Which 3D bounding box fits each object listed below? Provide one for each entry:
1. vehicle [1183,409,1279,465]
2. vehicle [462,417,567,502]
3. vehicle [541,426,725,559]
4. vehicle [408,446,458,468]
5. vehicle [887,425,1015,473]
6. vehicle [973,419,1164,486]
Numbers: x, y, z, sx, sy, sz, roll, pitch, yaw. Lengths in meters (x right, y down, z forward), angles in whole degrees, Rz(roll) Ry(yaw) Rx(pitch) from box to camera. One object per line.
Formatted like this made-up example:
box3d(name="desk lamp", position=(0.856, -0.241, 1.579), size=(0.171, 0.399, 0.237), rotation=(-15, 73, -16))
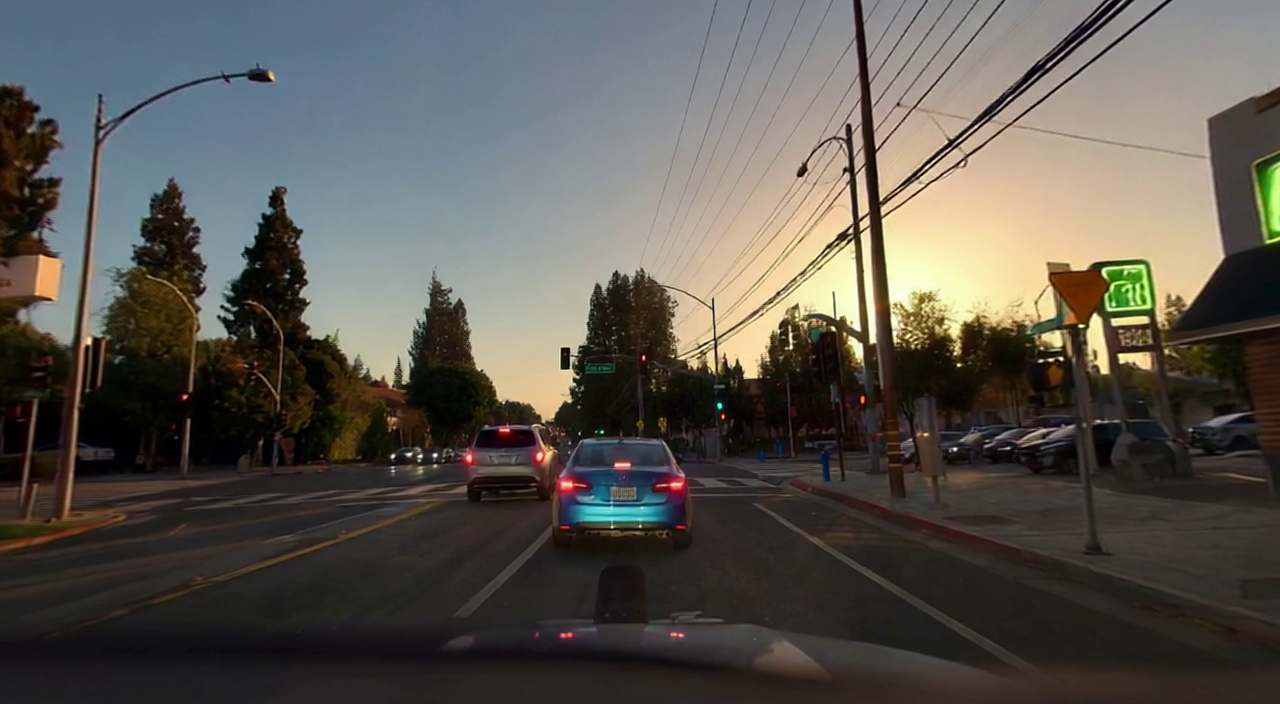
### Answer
box3d(name="vehicle", position=(18.717, 2.571, 19.022), size=(4.446, 1.511, 1.977), rotation=(4, -10, -29))
box3d(name="vehicle", position=(-3.060, 2.721, 16.354), size=(2.106, 1.852, 4.512), rotation=(0, -8, -4))
box3d(name="vehicle", position=(-0.146, 1.900, 9.295), size=(2.070, 1.481, 4.216), rotation=(0, -8, -2))
box3d(name="vehicle", position=(-15.563, 7.835, 47.213), size=(2.111, 1.511, 4.641), rotation=(6, -10, -37))
box3d(name="vehicle", position=(10.642, 3.362, 22.039), size=(1.842, 1.471, 4.481), rotation=(1, -8, -6))
box3d(name="vehicle", position=(10.548, 2.518, 16.022), size=(1.888, 1.455, 4.268), rotation=(0, -8, 1))
